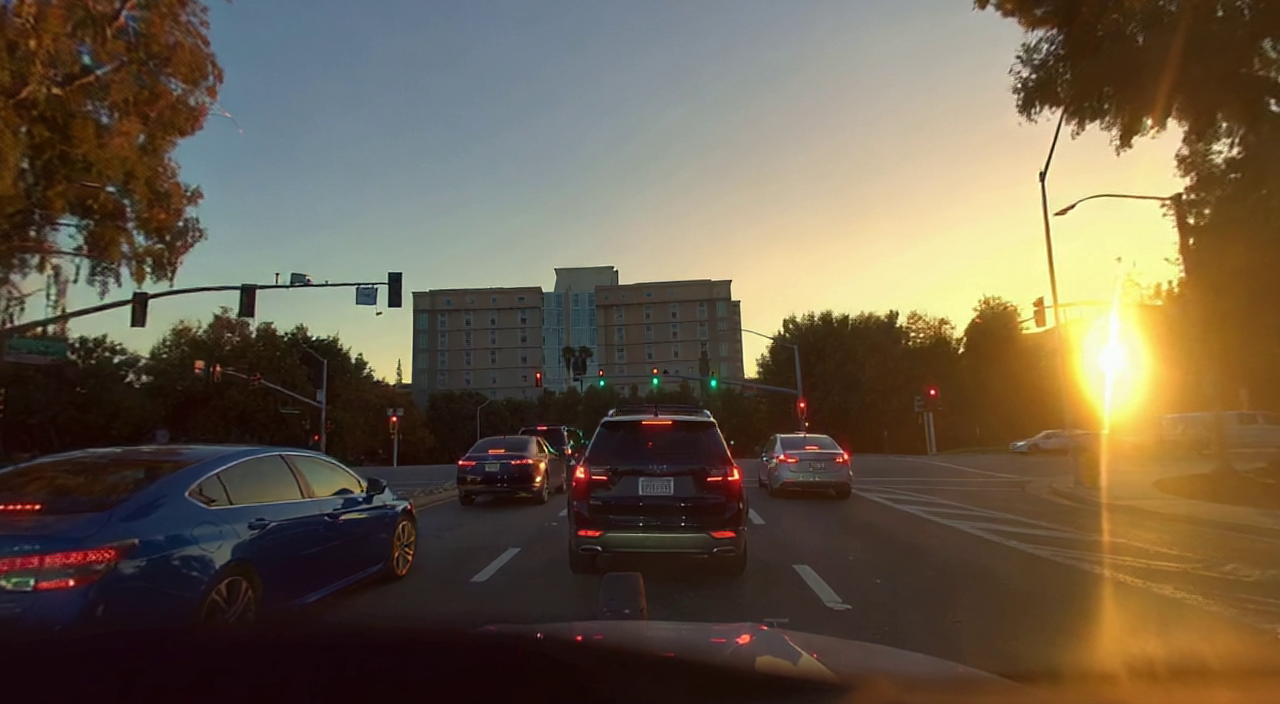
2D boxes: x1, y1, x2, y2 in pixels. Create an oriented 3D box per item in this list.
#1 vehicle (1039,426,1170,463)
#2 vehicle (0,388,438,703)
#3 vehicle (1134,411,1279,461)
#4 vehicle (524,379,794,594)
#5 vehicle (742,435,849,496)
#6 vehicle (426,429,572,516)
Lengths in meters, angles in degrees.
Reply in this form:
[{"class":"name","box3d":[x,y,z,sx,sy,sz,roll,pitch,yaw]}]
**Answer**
[{"class":"vehicle","box3d":[20.714,4.144,28.326,4.026,1.573,2.271,-1,-8,8]},{"class":"vehicle","box3d":[-3.220,1.193,4.401,1.958,1.494,4.624,0,-8,2]},{"class":"vehicle","box3d":[26.477,3.639,27.690,6.879,1.984,2.808,-2,-7,5]},{"class":"vehicle","box3d":[0.214,1.464,7.652,2.300,1.832,4.331,0,-8,2]},{"class":"vehicle","box3d":[4.104,3.057,17.348,1.979,1.453,4.011,0,-8,1]},{"class":"vehicle","box3d":[-2.682,2.393,13.059,1.851,1.502,4.042,0,-8,4]}]
